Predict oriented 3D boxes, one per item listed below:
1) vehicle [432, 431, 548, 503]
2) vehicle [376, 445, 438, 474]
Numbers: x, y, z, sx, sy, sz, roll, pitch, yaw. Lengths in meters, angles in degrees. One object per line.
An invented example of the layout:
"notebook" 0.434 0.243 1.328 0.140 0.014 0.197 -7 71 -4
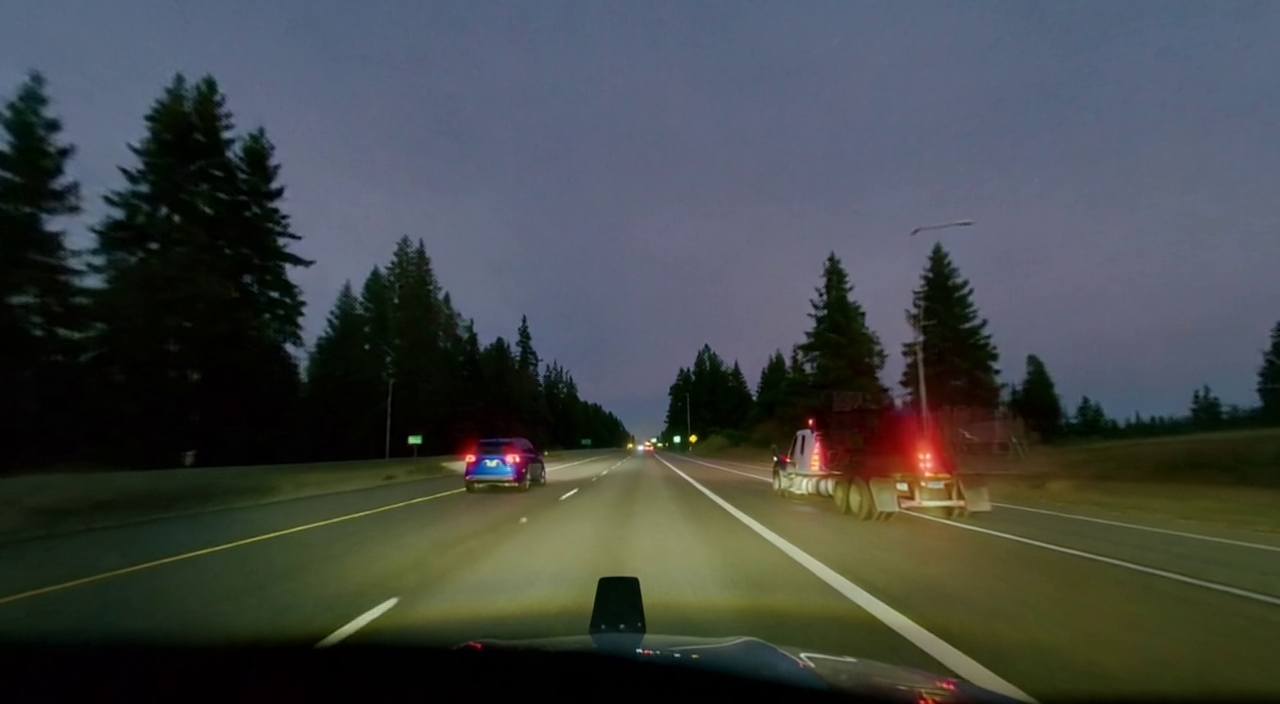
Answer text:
"vehicle" -4.019 3.174 17.823 2.084 1.752 4.479 0 -9 1
"vehicle" -13.523 6.248 36.856 1.891 1.553 4.393 0 -9 1
